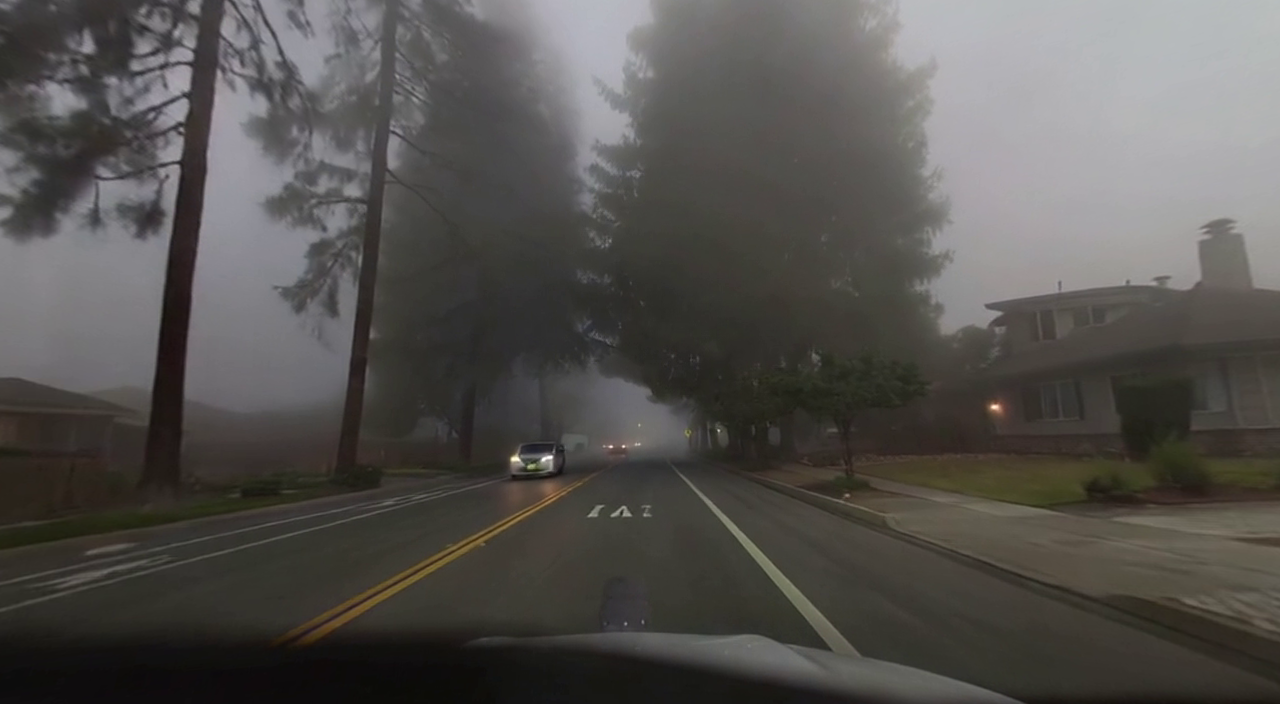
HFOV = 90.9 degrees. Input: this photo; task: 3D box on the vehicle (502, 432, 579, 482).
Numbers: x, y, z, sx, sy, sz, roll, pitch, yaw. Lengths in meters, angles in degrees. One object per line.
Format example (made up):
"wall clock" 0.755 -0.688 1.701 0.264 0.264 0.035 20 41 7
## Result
"vehicle" -3.865 4.177 25.393 2.172 1.793 4.696 0 -8 2
